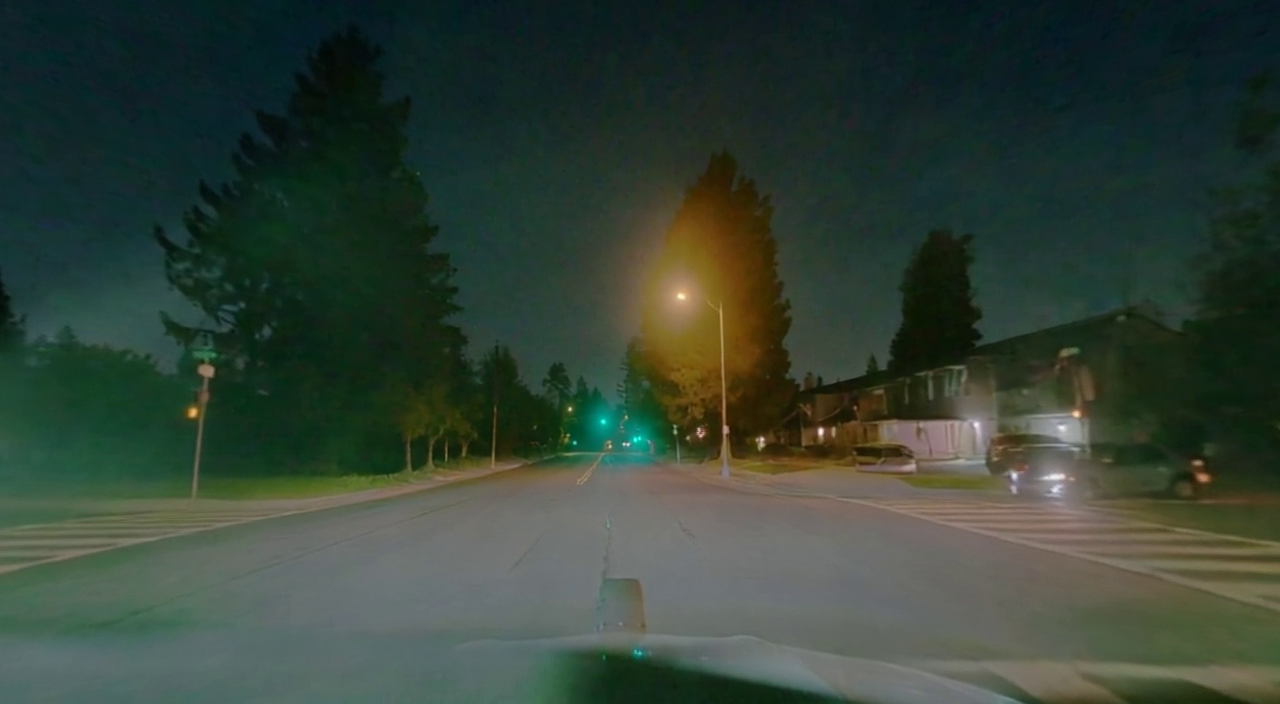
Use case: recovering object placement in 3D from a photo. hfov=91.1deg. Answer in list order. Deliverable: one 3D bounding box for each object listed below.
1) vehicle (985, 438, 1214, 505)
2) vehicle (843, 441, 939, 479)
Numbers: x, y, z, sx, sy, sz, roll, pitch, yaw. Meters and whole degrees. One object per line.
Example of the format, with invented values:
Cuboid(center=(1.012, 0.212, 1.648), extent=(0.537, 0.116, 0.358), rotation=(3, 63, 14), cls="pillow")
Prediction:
Cuboid(center=(11.958, 3.113, 16.632), extent=(4.448, 1.637, 1.881), rotation=(-1, -9, 5), cls="vehicle")
Cuboid(center=(9.845, 4.213, 24.724), extent=(3.191, 1.365, 1.458), rotation=(-6, -10, 36), cls="vehicle")
